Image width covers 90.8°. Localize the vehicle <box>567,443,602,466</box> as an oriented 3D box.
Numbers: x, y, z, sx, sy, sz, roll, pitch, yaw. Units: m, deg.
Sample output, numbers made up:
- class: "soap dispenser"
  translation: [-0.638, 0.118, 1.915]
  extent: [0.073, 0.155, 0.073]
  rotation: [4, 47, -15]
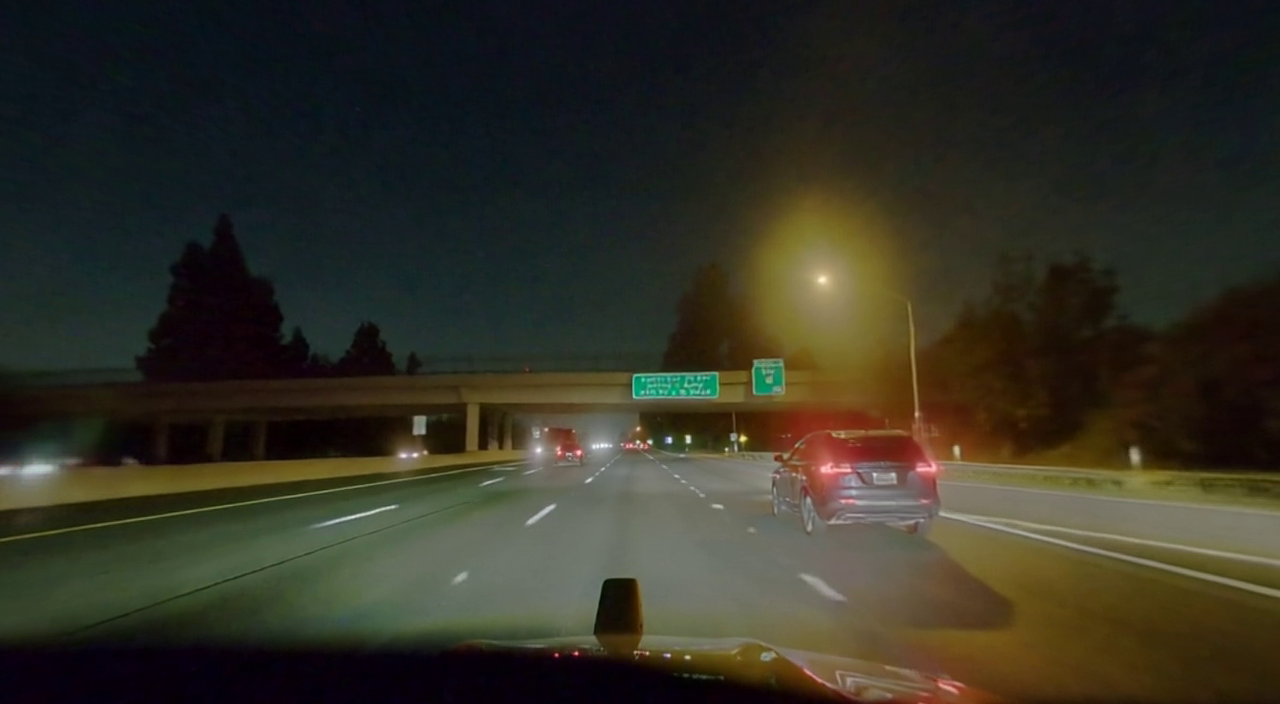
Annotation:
- class: "vehicle"
  translation: [-3.908, 7.281, 45.050]
  extent: [2.091, 1.544, 4.409]
  rotation: [0, -8, 0]
